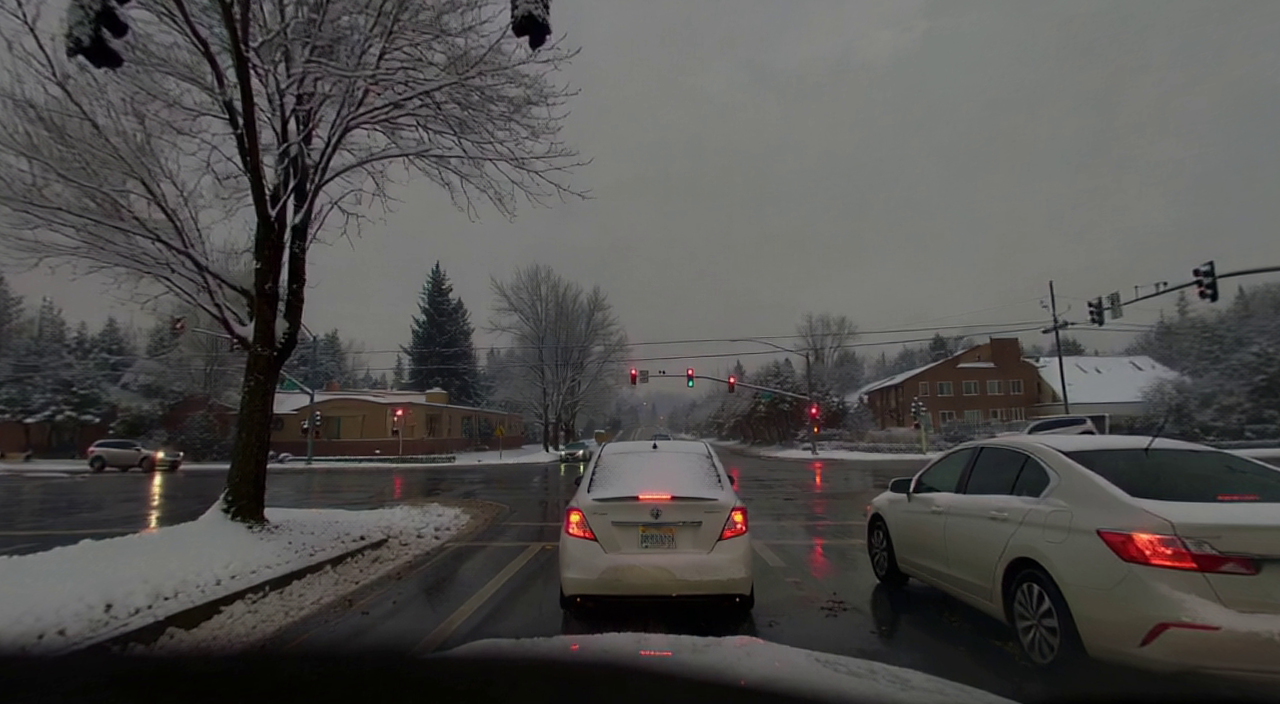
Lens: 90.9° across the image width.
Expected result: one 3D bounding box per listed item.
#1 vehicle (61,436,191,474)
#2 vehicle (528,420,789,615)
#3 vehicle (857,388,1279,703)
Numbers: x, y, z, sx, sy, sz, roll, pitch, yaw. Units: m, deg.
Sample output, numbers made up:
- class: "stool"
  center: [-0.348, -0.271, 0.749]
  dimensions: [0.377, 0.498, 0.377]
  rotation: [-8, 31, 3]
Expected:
- class: "vehicle"
  center: [-24.329, 4.883, 29.985]
  dimensions: [4.450, 1.684, 1.894]
  rotation: [0, -8, 0]
- class: "vehicle"
  center: [0.102, 1.563, 6.877]
  dimensions: [2.017, 1.485, 3.813]
  rotation: [0, -8, -1]
- class: "vehicle"
  center: [3.170, 1.124, 3.901]
  dimensions: [1.931, 1.493, 4.555]
  rotation: [0, -8, -1]
